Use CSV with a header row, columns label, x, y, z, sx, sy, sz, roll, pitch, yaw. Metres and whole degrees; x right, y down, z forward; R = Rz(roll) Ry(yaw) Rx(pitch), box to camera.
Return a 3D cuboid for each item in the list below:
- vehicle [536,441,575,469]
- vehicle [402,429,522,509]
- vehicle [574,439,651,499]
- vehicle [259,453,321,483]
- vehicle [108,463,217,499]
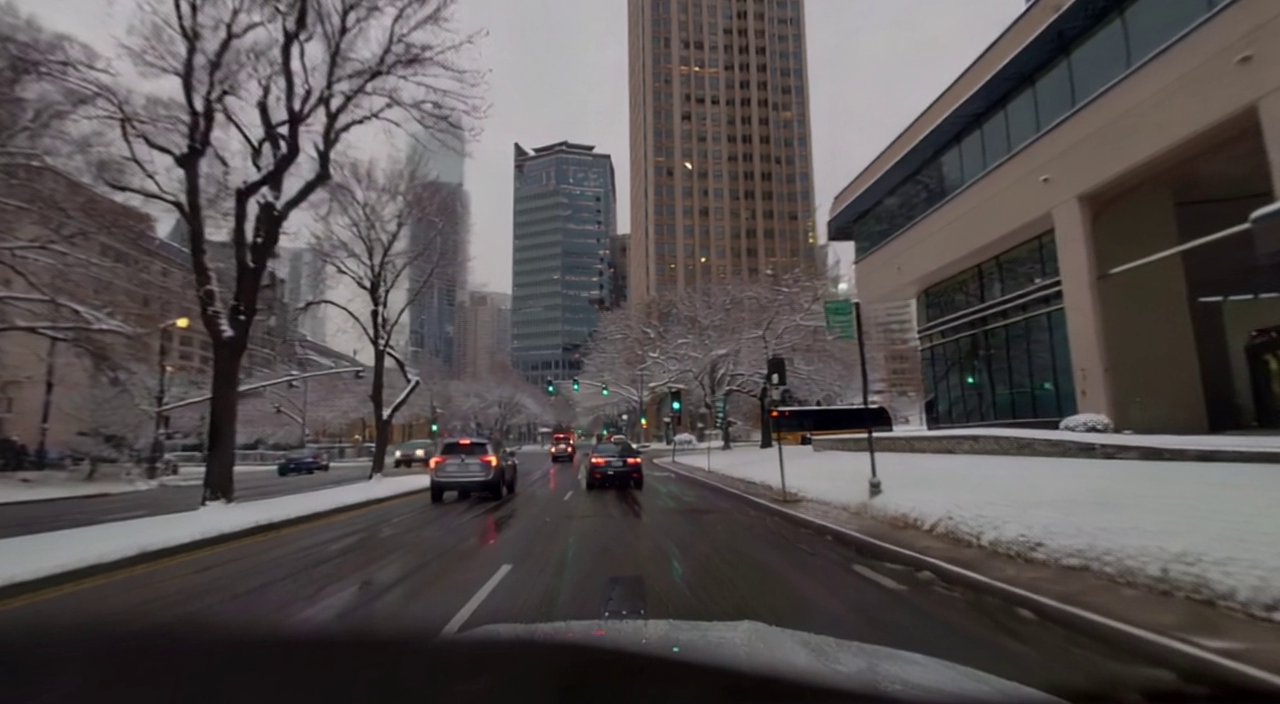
label,x,y,z,sx,sy,sz,roll,pitch,yaw
vehicle,-4.964,6.101,37.521,1.961,1.517,4.202,1,-9,-3
vehicle,-4.053,2.723,15.007,1.848,1.641,3.686,0,-9,-1
vehicle,-0.760,3.241,17.832,1.933,1.504,3.802,0,-9,-2
vehicle,-23.558,7.792,42.648,1.881,1.792,4.640,1,-9,-5
vehicle,-22.882,6.184,30.479,1.787,1.466,4.708,1,-9,-3
